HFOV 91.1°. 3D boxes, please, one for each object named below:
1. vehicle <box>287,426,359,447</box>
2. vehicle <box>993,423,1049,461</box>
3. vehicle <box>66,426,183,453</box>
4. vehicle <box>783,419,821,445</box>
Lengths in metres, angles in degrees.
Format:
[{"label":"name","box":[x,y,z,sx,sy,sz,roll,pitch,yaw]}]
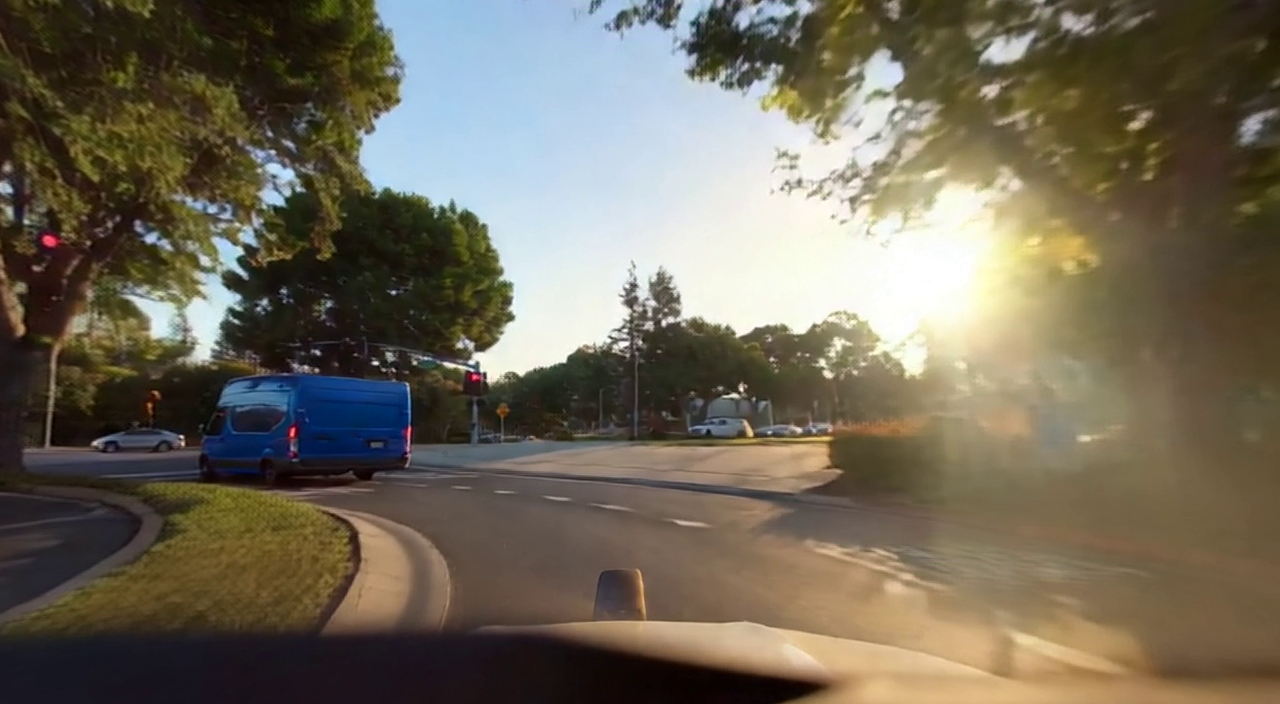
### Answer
[{"label":"vehicle","box":[-24.256,6.500,48.223,1.828,1.462,4.740,-3,-8,24]},{"label":"vehicle","box":[16.771,3.906,27.746,1.907,1.515,4.550,-4,-7,30]},{"label":"vehicle","box":[-29.845,5.069,36.549,1.847,1.461,4.853,-3,-8,24]},{"label":"vehicle","box":[12.658,6.283,49.390,2.402,1.920,5.467,-1,-8,9]}]
